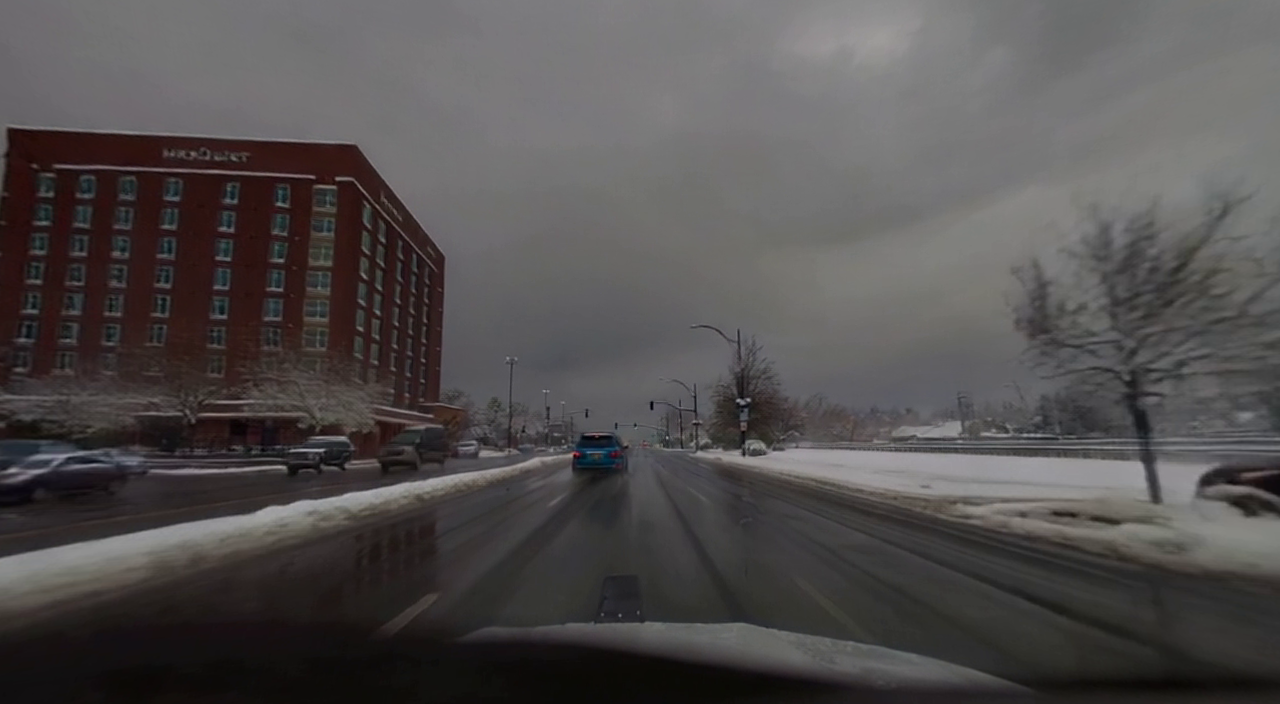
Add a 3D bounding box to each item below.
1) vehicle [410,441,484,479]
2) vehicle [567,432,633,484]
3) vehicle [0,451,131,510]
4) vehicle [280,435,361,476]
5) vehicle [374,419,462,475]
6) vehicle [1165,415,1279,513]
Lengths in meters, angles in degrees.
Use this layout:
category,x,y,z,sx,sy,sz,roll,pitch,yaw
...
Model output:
category,x,y,z,sx,sy,sz,roll,pitch,yaw
vehicle,-8.222,4.606,27.208,1.899,1.495,4.093,0,-9,0
vehicle,-1.356,3.838,22.997,2.080,1.722,3.766,0,-8,1
vehicle,-17.792,3.696,18.610,1.840,1.508,4.376,0,-9,-1
vehicle,-17.997,5.864,35.792,2.112,2.138,4.888,0,-9,-2
vehicle,-11.640,5.060,33.636,2.556,2.673,5.915,0,-8,0
vehicle,14.792,2.266,12.663,2.589,1.989,5.779,4,-9,-26
